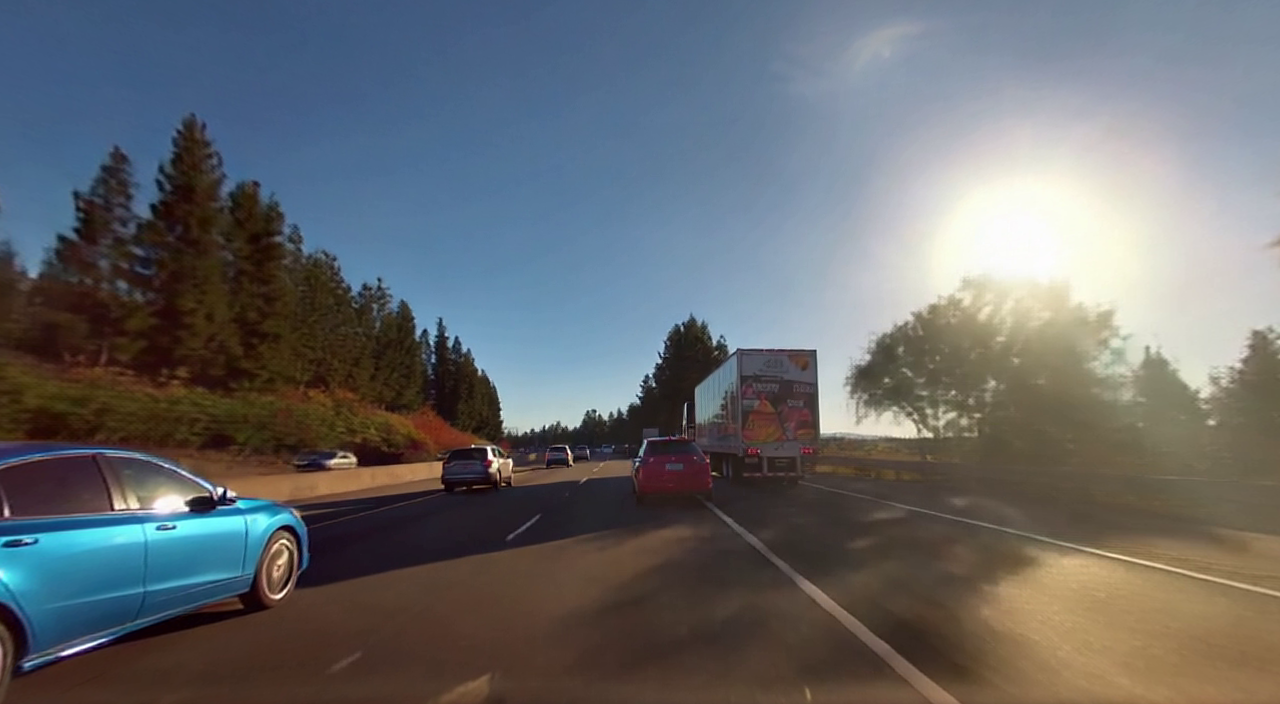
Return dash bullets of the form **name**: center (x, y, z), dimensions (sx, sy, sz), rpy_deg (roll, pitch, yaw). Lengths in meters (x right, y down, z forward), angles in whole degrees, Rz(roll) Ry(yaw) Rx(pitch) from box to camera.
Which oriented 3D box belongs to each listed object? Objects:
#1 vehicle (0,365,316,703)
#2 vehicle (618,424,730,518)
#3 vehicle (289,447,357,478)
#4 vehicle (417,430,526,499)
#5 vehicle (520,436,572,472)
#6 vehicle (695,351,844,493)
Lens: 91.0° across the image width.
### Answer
- **vehicle**: center (-4.094, 1.003, 3.710), dimensions (1.983, 1.666, 4.452), rpy_deg (0, -8, 0)
- **vehicle**: center (0.577, 2.404, 13.168), dimensions (2.017, 1.662, 3.543), rpy_deg (0, -8, -1)
- **vehicle**: center (-18.905, 6.588, 37.765), dimensions (1.873, 1.674, 4.333), rpy_deg (0, -8, -1)
- **vehicle**: center (-4.375, 2.966, 17.023), dimensions (1.905, 1.642, 3.803), rpy_deg (0, -8, 0)
- **vehicle**: center (-4.760, 5.211, 32.397), dimensions (2.014, 1.683, 4.275), rpy_deg (0, -8, 0)
- **vehicle**: center (4.329, 3.000, 25.259), dimensions (2.828, 4.081, 14.220), rpy_deg (0, -8, -1)
